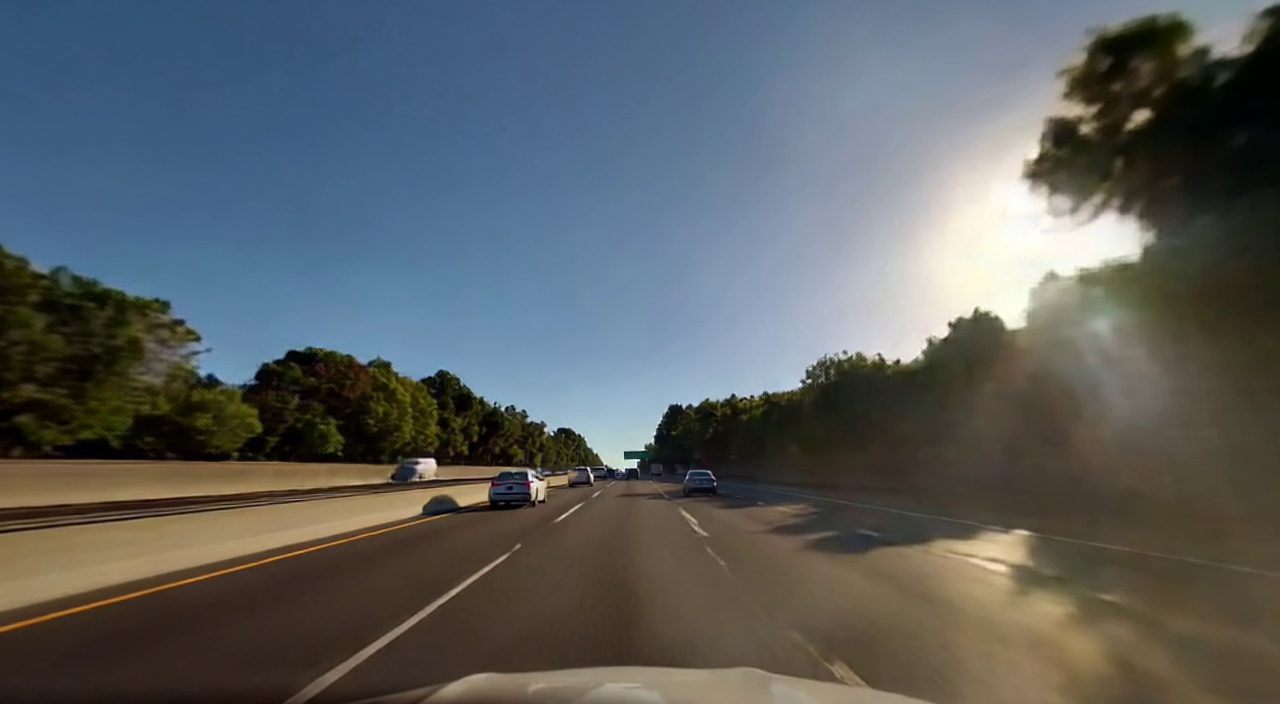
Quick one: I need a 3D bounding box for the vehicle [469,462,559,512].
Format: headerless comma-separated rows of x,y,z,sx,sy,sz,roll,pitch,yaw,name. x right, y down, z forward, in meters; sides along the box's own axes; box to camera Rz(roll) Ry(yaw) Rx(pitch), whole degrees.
-4.056,4.478,21.230,2.004,1.468,4.812,0,-11,0,vehicle

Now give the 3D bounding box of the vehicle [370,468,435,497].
-13.008,7.166,34.855,1.839,1.449,4.424,0,-11,0,vehicle

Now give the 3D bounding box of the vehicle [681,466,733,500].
3.177,6.336,30.770,1.981,1.516,4.109,1,-11,-1,vehicle

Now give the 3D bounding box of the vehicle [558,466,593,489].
-4.367,8.578,43.208,2.000,1.484,3.995,1,-11,-1,vehicle
